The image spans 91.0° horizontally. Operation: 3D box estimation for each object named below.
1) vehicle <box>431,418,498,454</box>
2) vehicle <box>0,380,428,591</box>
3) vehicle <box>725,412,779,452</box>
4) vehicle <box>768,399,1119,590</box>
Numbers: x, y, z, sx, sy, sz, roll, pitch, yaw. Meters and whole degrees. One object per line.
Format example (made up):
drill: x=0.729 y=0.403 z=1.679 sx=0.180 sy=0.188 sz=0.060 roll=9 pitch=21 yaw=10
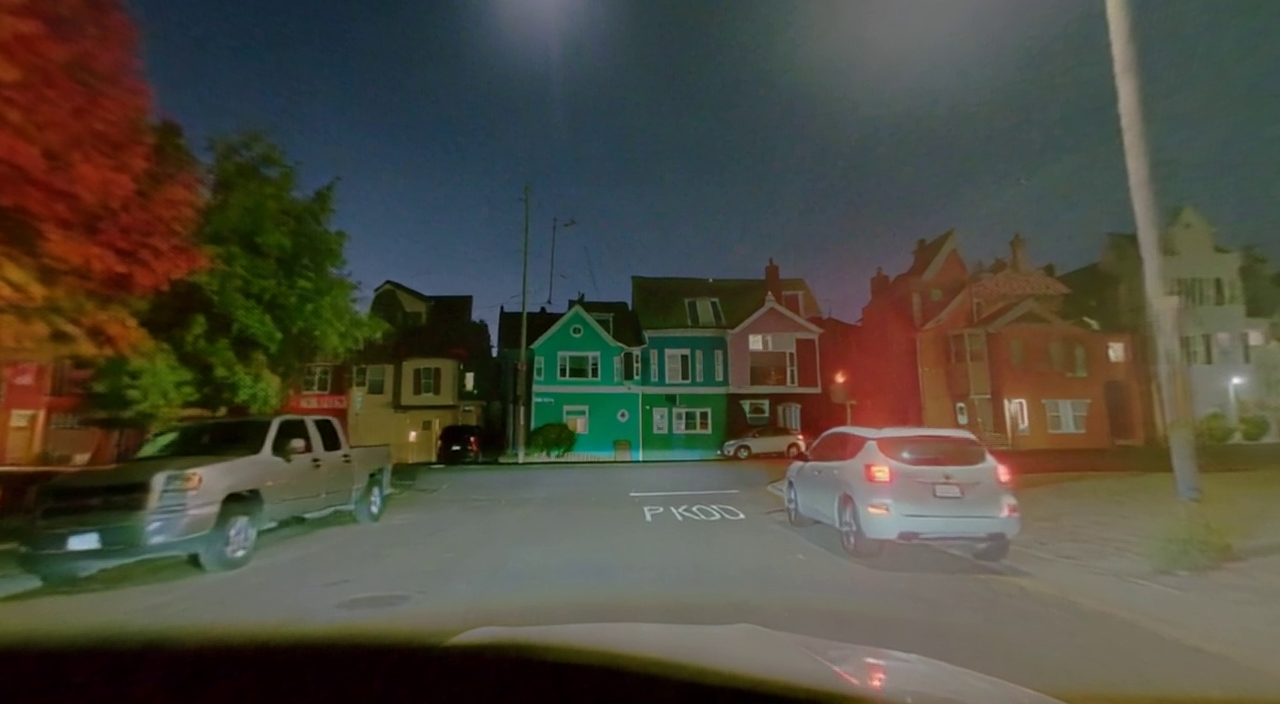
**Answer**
vehicle: x=-9.123 y=4.480 z=33.191 sx=2.091 sy=1.760 sz=4.760 roll=0 pitch=-9 yaw=1
vehicle: x=-5.479 y=1.787 z=9.477 sx=2.480 sy=2.084 sz=6.353 roll=0 pitch=-9 yaw=-1
vehicle: x=5.767 y=4.185 z=33.027 sx=2.081 sy=1.891 sz=4.367 roll=0 pitch=-7 yaw=1
vehicle: x=3.429 y=1.726 z=8.547 sx=2.109 sy=1.811 sz=4.886 roll=0 pitch=-9 yaw=-3
